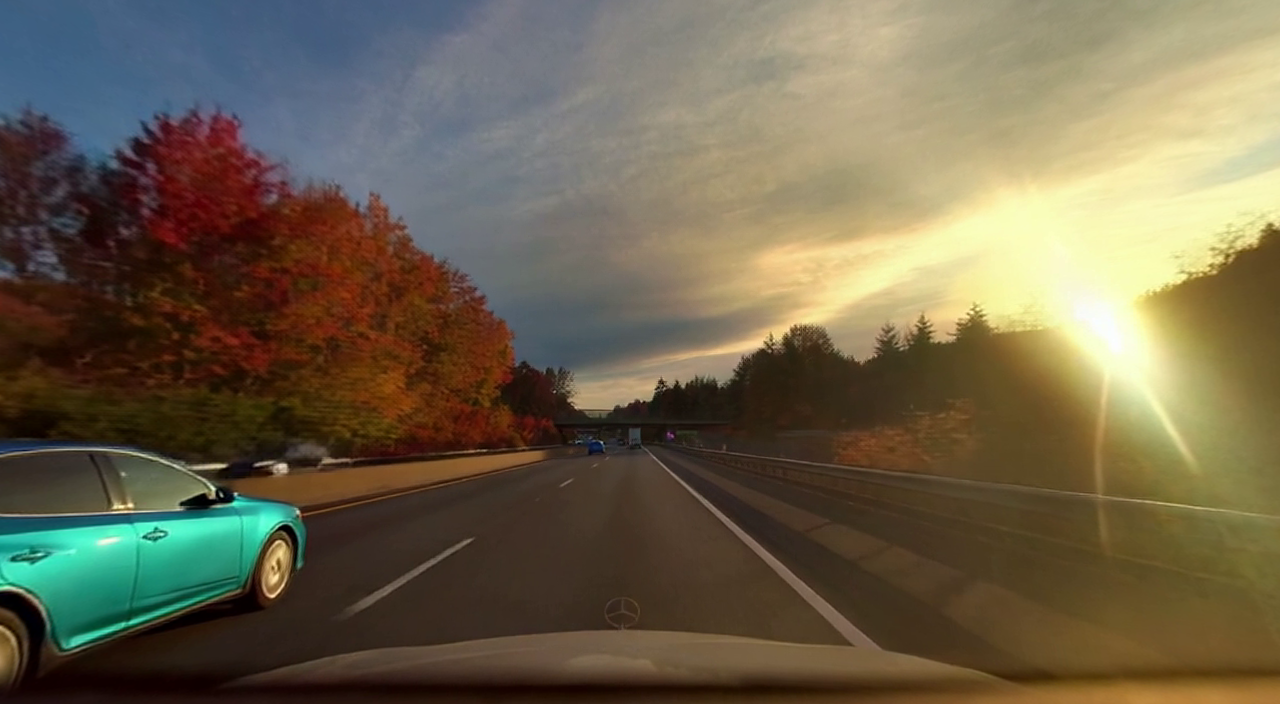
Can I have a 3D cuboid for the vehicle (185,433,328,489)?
[{"bbox_3d":[-12.142,3.467,20.370,1.933,1.588,4.305,0,-8,-1],"label":"vehicle"}]
